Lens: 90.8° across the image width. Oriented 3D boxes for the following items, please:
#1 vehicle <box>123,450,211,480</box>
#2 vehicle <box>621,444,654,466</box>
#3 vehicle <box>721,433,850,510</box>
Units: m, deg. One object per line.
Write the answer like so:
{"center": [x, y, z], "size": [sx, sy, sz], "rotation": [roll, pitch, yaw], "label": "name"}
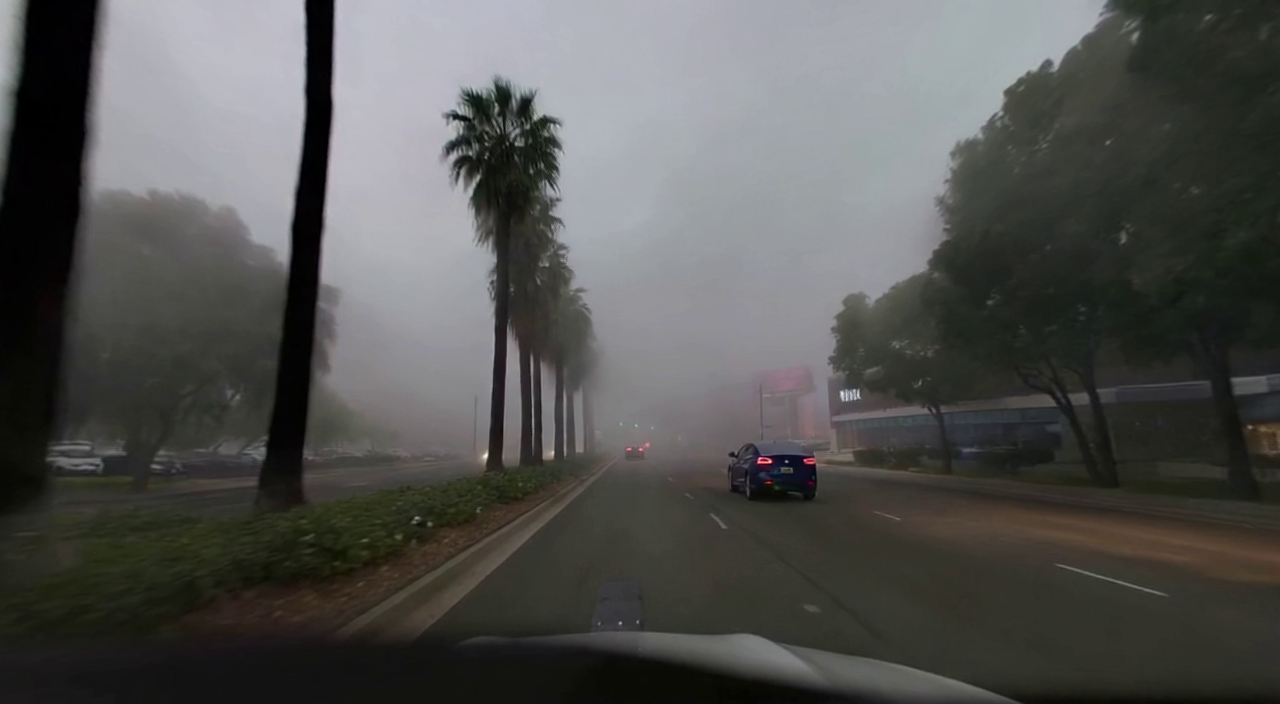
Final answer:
{"center": [-32.587, 7.748, 43.562], "size": [4.634, 1.870, 2.177], "rotation": [7, -11, -39], "label": "vehicle"}
{"center": [-0.246, 7.325, 45.232], "size": [2.258, 1.468, 4.076], "rotation": [0, -8, -2], "label": "vehicle"}
{"center": [3.234, 2.749, 15.022], "size": [1.889, 1.541, 4.303], "rotation": [0, -9, -2], "label": "vehicle"}
